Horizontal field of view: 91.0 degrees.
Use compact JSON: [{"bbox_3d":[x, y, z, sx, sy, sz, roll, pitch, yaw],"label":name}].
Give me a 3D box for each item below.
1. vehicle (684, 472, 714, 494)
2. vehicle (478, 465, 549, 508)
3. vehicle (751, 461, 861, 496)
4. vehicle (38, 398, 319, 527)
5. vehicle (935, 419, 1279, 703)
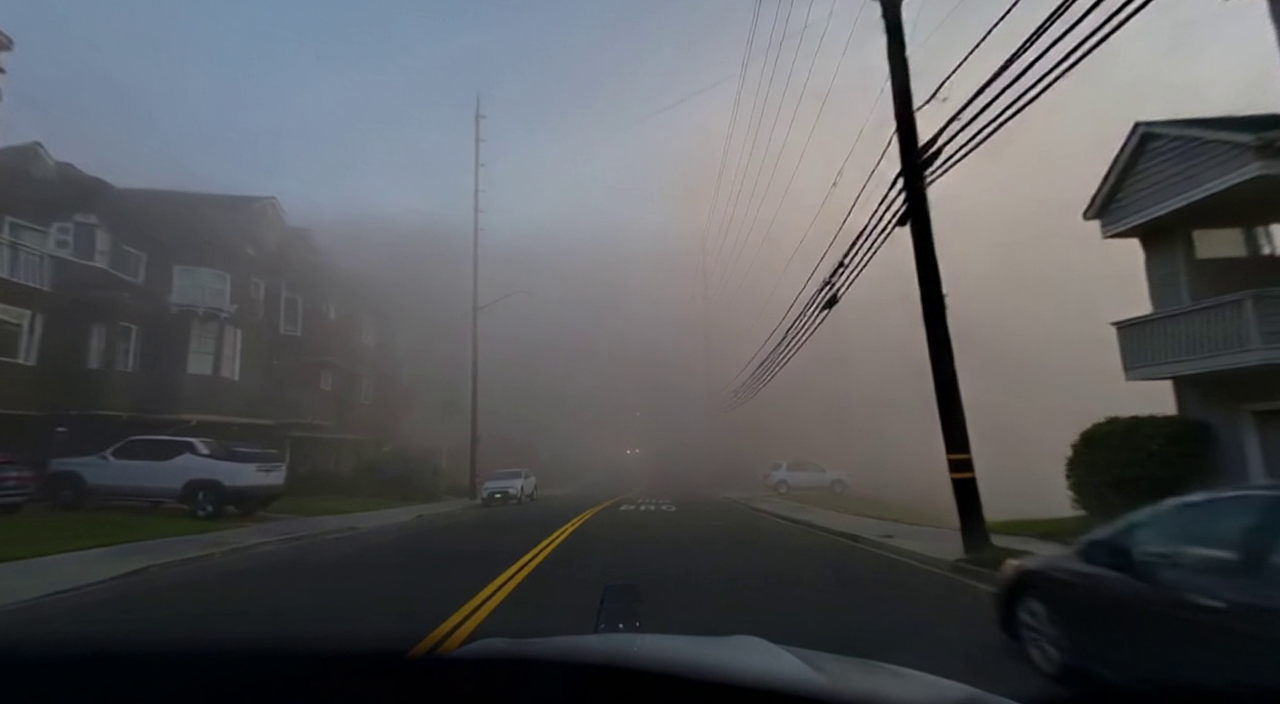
[{"bbox_3d":[4.365,9.892,47.268,2.063,1.503,4.415,-1,-13,4],"label":"vehicle"},{"bbox_3d":[-5.830,6.330,29.629,2.156,1.764,4.410,-3,-12,4],"label":"vehicle"},{"bbox_3d":[9.100,6.982,34.849,5.512,1.846,2.115,0,-9,2],"label":"vehicle"},{"bbox_3d":[-12.305,3.102,17.254,5.503,2.906,2.584,-4,-15,1],"label":"vehicle"},{"bbox_3d":[3.162,1.023,2.286,1.945,1.500,4.363,1,-10,-2],"label":"vehicle"}]
